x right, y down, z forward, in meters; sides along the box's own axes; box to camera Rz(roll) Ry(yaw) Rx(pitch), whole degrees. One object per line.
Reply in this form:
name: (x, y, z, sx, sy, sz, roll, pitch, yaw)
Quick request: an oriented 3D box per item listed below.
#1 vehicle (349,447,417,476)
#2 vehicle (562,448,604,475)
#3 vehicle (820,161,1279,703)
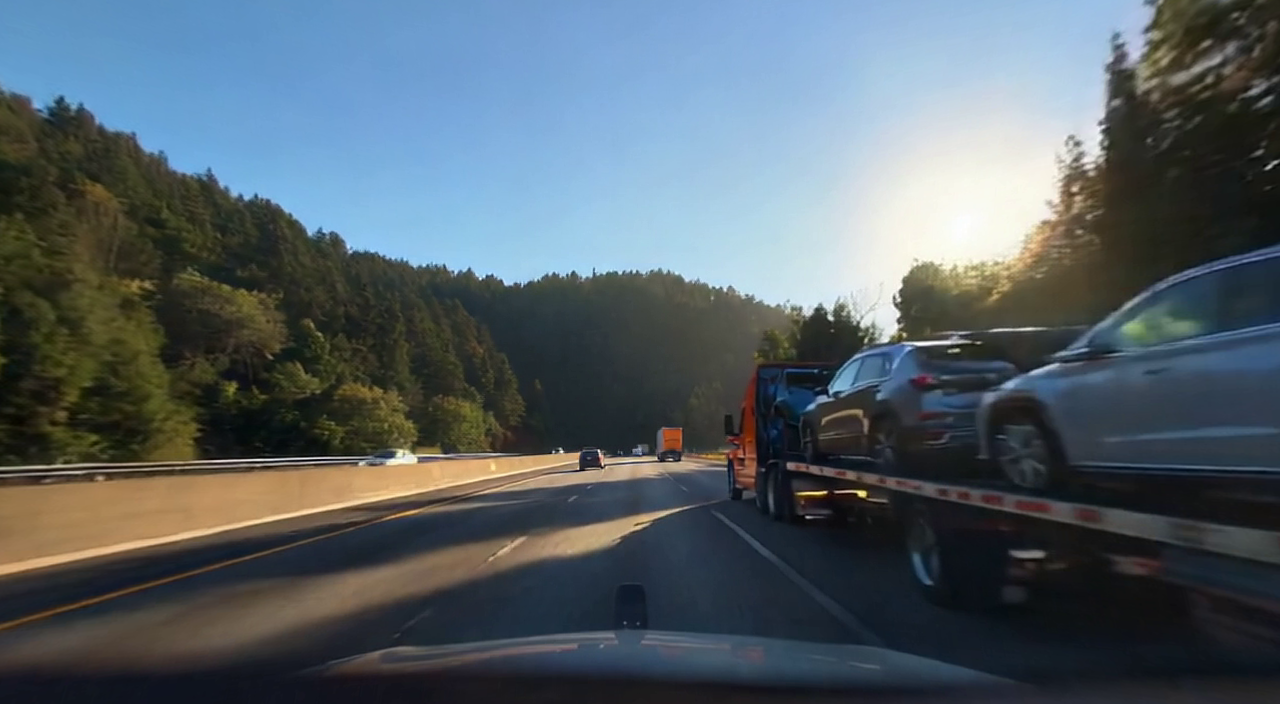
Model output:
vehicle: (-14.969, 6.409, 37.069, 2.036, 1.561, 4.605, 0, -9, 1)
vehicle: (-3.346, 6.564, 37.949, 2.091, 1.522, 4.301, 0, -9, 0)
vehicle: (3.770, 0.427, 2.996, 2.800, 2.053, 9.751, 0, -9, -1)
